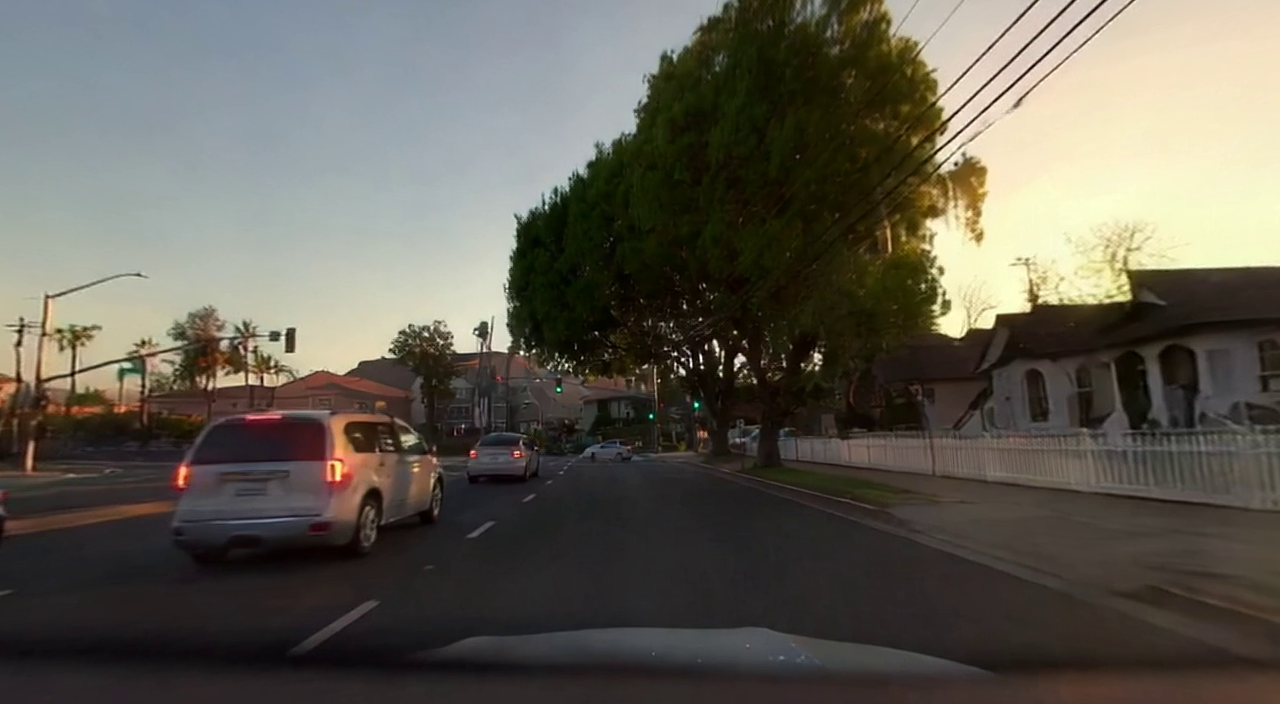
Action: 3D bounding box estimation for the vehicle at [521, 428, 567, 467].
[{"bbox_3d":[-5.007,5.006,33.369,2.032,1.852,4.571,-1,-8,-4],"label":"vehicle"}]

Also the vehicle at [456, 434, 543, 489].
[{"bbox_3d":[-4.077,3.221,18.947,1.709,1.425,4.337,-1,-8,-1],"label":"vehicle"}]

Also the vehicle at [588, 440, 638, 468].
[{"bbox_3d":[-1.356,4.768,29.761,2.131,1.222,3.868,0,-8,-6],"label":"vehicle"}]

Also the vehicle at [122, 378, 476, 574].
[{"bbox_3d":[-3.998,1.556,8.719,2.144,1.877,4.899,-1,-8,0],"label":"vehicle"}]
